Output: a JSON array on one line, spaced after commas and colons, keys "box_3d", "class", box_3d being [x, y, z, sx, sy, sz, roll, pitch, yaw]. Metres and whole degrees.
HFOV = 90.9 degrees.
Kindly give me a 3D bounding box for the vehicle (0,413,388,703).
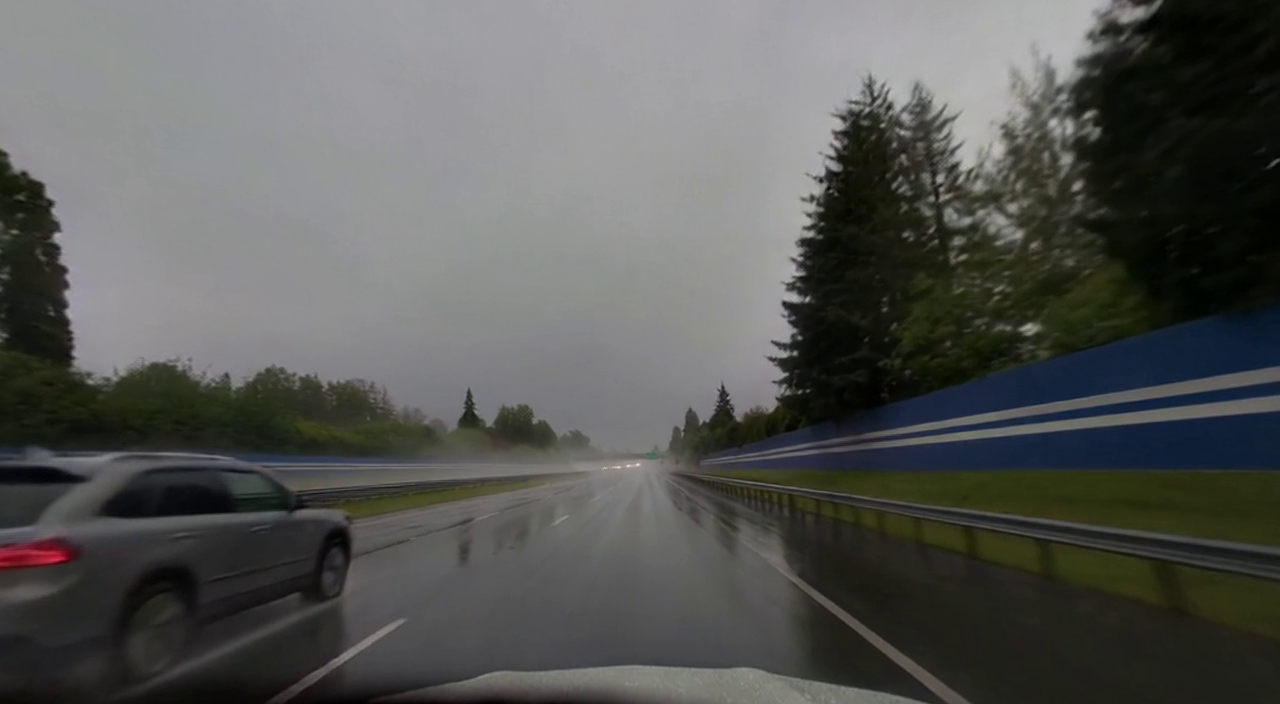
[{"box_3d": [-3.681, 1.375, 4.674, 1.985, 1.515, 3.839, 1, -11, 0], "class": "vehicle"}]
